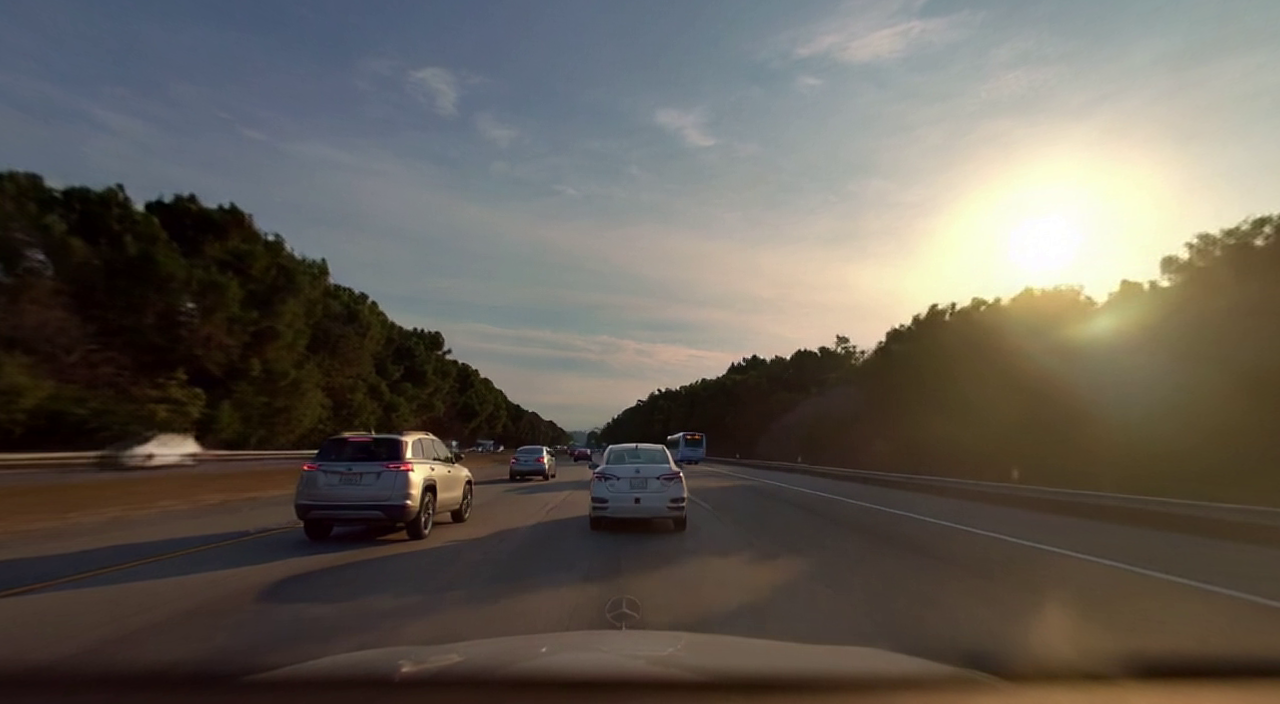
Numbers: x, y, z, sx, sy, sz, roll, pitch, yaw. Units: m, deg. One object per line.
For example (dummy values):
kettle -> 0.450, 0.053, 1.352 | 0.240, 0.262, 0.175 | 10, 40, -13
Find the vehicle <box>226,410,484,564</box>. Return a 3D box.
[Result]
vehicle -> -3.721, 1.838, 9.213 | 1.830, 1.703, 4.142 | 0, -9, -1

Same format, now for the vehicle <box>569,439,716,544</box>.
vehicle -> -0.027, 2.328, 11.208 | 2.120, 1.478, 4.179 | 0, -9, -2

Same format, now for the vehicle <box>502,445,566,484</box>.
vehicle -> -4.401, 4.734, 26.758 | 2.122, 1.491, 3.800 | 0, -9, -1
